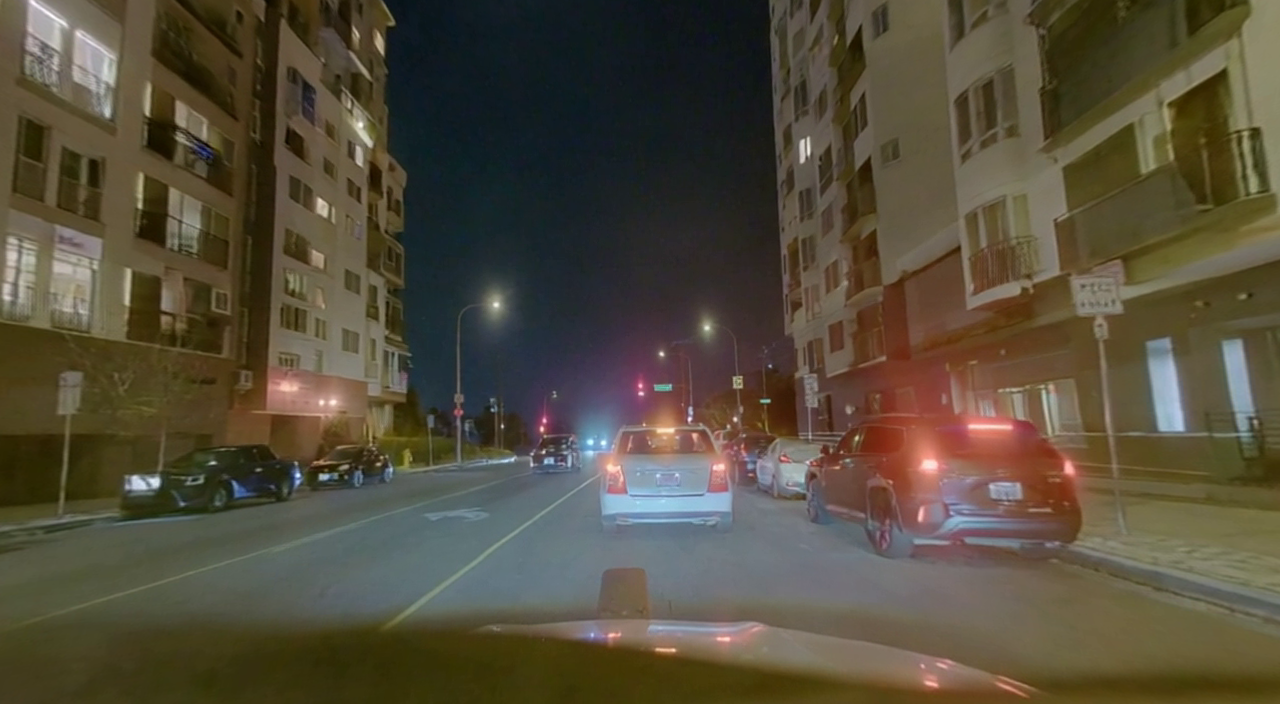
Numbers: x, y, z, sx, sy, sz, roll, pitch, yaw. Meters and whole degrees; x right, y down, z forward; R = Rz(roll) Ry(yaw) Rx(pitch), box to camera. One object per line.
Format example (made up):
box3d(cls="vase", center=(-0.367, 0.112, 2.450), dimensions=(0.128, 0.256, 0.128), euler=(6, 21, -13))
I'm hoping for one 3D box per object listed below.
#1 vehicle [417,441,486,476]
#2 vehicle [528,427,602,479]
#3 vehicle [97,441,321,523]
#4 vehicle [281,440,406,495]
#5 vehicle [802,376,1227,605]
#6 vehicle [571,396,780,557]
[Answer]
box3d(cls="vehicle", center=(-9.015, 5.137, 30.579), dimensions=(1.998, 1.547, 4.826), euler=(0, -9, -2))
box3d(cls="vehicle", center=(-2.690, 3.747, 23.556), dimensions=(2.219, 1.746, 4.197), euler=(0, -8, 0))
box3d(cls="vehicle", center=(-9.434, 2.834, 14.378), dimensions=(2.002, 1.546, 4.339), euler=(0, -8, 1))
box3d(cls="vehicle", center=(-9.363, 3.651, 20.380), dimensions=(1.955, 1.555, 4.424), euler=(0, -8, -2))
box3d(cls="vehicle", center=(3.605, 1.446, 7.425), dimensions=(2.158, 1.828, 4.573), euler=(0, -8, 0))
box3d(cls="vehicle", center=(0.403, 1.664, 8.972), dimensions=(2.261, 1.740, 4.065), euler=(0, -9, 1))
